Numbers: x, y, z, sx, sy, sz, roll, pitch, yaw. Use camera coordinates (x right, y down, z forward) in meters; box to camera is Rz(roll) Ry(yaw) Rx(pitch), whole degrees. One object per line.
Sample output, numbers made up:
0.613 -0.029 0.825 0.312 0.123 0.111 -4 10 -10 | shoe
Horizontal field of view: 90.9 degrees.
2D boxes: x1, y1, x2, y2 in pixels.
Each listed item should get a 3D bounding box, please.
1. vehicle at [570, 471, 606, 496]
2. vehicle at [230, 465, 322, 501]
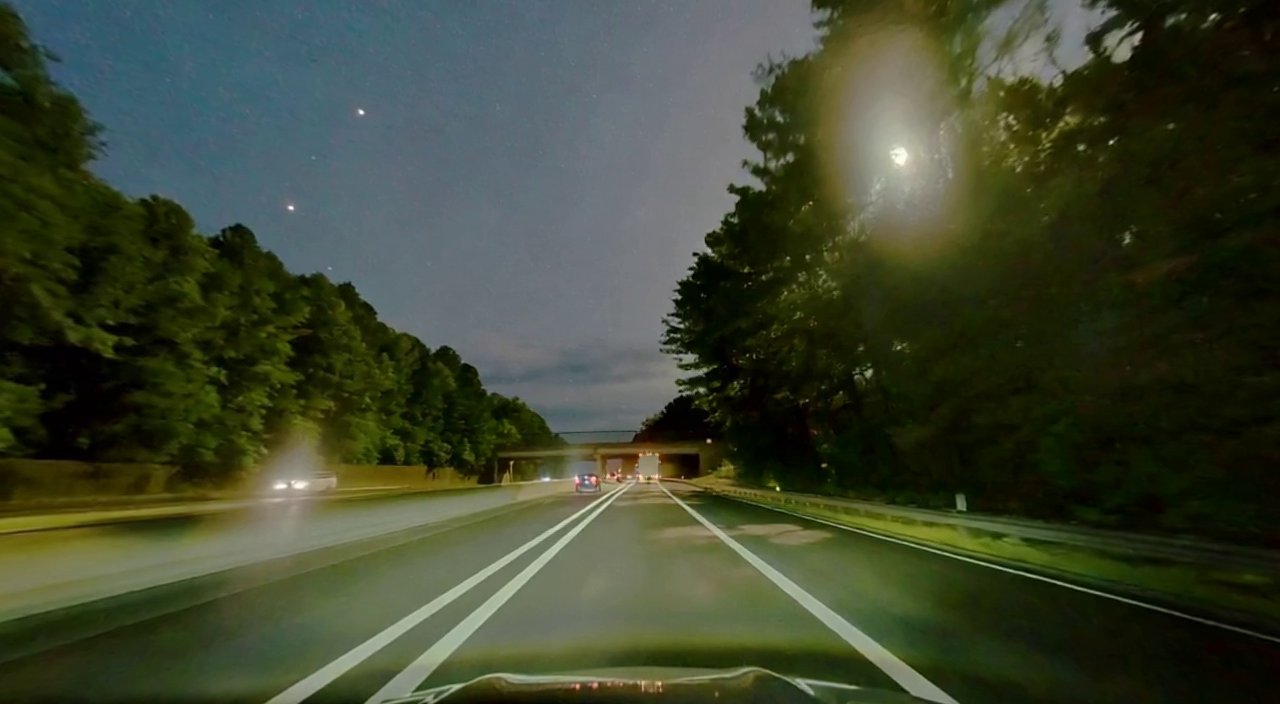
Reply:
-3.406 8.757 42.175 1.976 1.514 3.917 1 -11 1 | vehicle
-20.311 7.325 35.495 2.022 1.820 5.060 1 -11 1 | vehicle
